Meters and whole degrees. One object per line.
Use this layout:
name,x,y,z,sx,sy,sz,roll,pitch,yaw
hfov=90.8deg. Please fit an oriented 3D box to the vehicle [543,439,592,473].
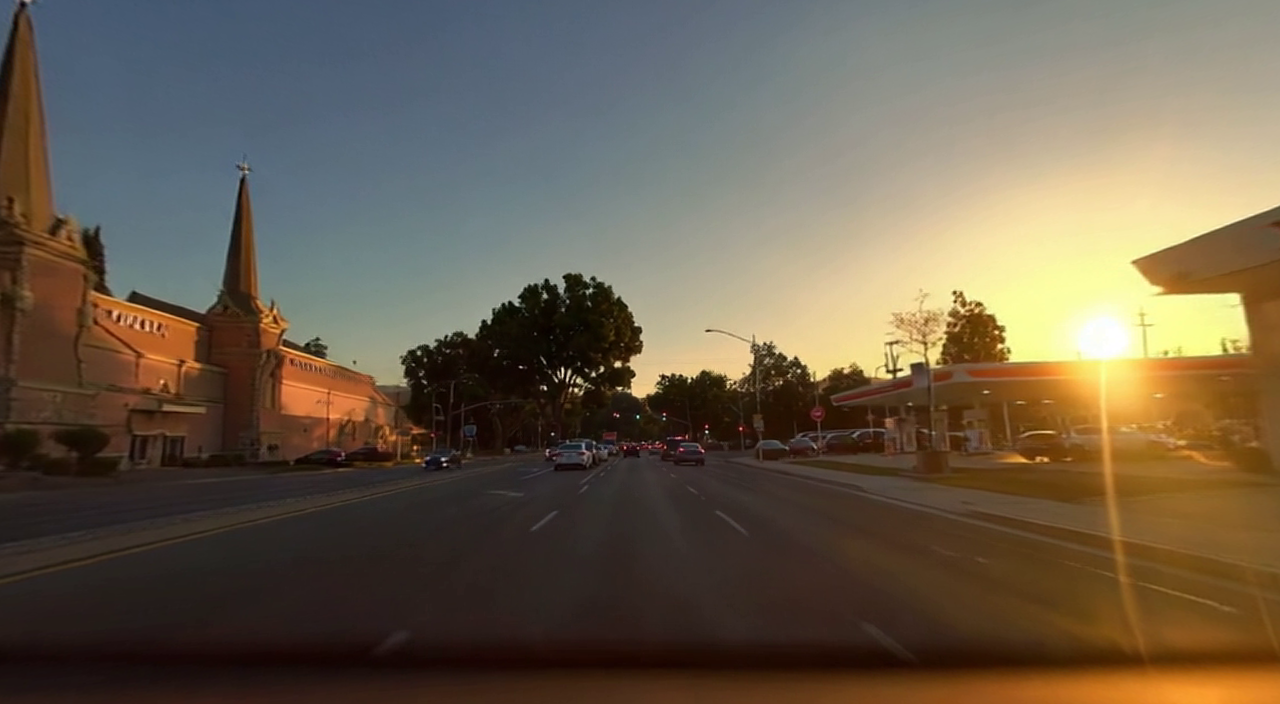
vehicle,-3.790,5.541,33.894,2.040,1.661,4.573,0,-9,0
